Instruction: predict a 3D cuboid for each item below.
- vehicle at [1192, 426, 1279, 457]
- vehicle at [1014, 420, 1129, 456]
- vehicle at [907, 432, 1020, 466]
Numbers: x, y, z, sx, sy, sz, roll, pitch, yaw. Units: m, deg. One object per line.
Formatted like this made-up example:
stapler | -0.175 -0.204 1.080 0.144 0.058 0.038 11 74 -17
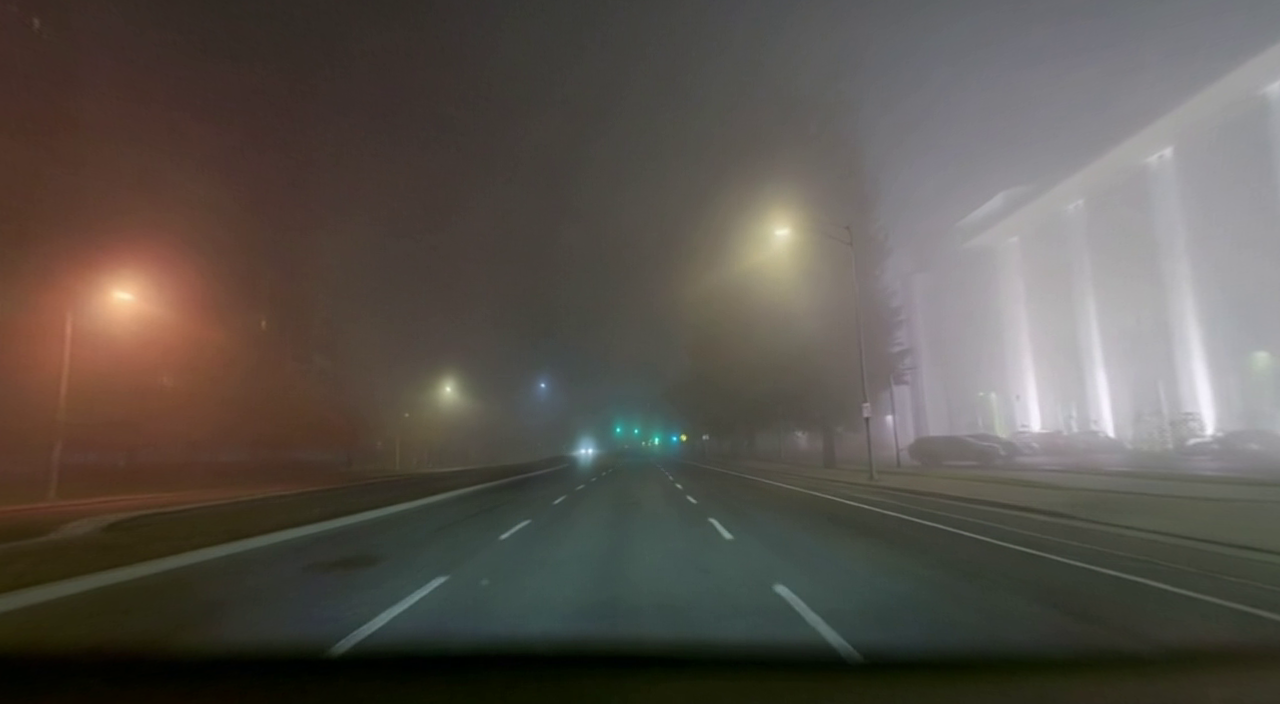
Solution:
vehicle | 30.292 4.411 31.245 4.324 1.472 1.711 0 -8 -1
vehicle | 30.017 5.995 44.087 6.323 2.077 2.262 -3 -8 -3
vehicle | 17.380 5.222 34.121 4.938 1.729 2.098 0 -8 -4
